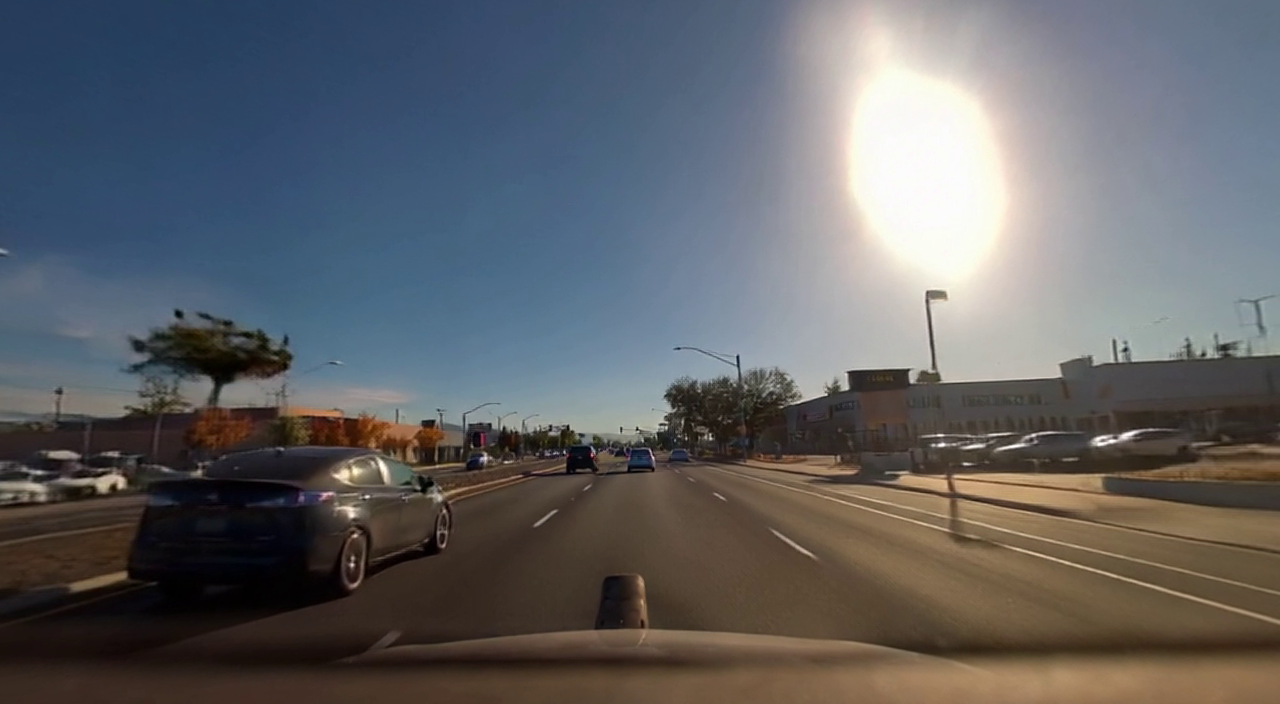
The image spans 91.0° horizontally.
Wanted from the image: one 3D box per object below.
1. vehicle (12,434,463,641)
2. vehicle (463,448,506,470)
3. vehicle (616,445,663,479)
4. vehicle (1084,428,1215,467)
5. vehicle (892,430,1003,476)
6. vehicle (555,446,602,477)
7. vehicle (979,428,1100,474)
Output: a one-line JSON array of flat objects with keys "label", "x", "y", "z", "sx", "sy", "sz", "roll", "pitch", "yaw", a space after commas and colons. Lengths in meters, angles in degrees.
[{"label": "vehicle", "x": -3.548, "y": 1.685, "z": 6.796, "sx": 2.003, "sy": 1.488, "sz": 4.282, "roll": 0, "pitch": -9, "yaw": 0}, {"label": "vehicle", "x": -12.162, "y": 8.335, "z": 49.442, "sx": 2.075, "sy": 1.636, "sz": 4.464, "roll": -1, "pitch": -9, "yaw": 2}, {"label": "vehicle", "x": -0.020, "y": 5.053, "z": 29.128, "sx": 2.019, "sy": 1.459, "sz": 4.005, "roll": 0, "pitch": -9, "yaw": 0}, {"label": "vehicle", "x": 21.456, "y": 4.064, "z": 26.796, "sx": 1.807, "sy": 1.519, "sz": 4.550, "roll": 0, "pitch": -9, "yaw": 1}, {"label": "vehicle", "x": 12.973, "y": 4.328, "z": 27.044, "sx": 2.072, "sy": 1.769, "sz": 5.000, "roll": 0, "pitch": -9, "yaw": -2}, {"label": "vehicle", "x": -3.140, "y": 5.679, "z": 33.028, "sx": 1.939, "sy": 1.496, "sz": 4.309, "roll": 0, "pitch": -9, "yaw": 1}, {"label": "vehicle", "x": 16.227, "y": 4.067, "z": 25.957, "sx": 1.930, "sy": 1.713, "sz": 4.756, "roll": 0, "pitch": -9, "yaw": 1}]
